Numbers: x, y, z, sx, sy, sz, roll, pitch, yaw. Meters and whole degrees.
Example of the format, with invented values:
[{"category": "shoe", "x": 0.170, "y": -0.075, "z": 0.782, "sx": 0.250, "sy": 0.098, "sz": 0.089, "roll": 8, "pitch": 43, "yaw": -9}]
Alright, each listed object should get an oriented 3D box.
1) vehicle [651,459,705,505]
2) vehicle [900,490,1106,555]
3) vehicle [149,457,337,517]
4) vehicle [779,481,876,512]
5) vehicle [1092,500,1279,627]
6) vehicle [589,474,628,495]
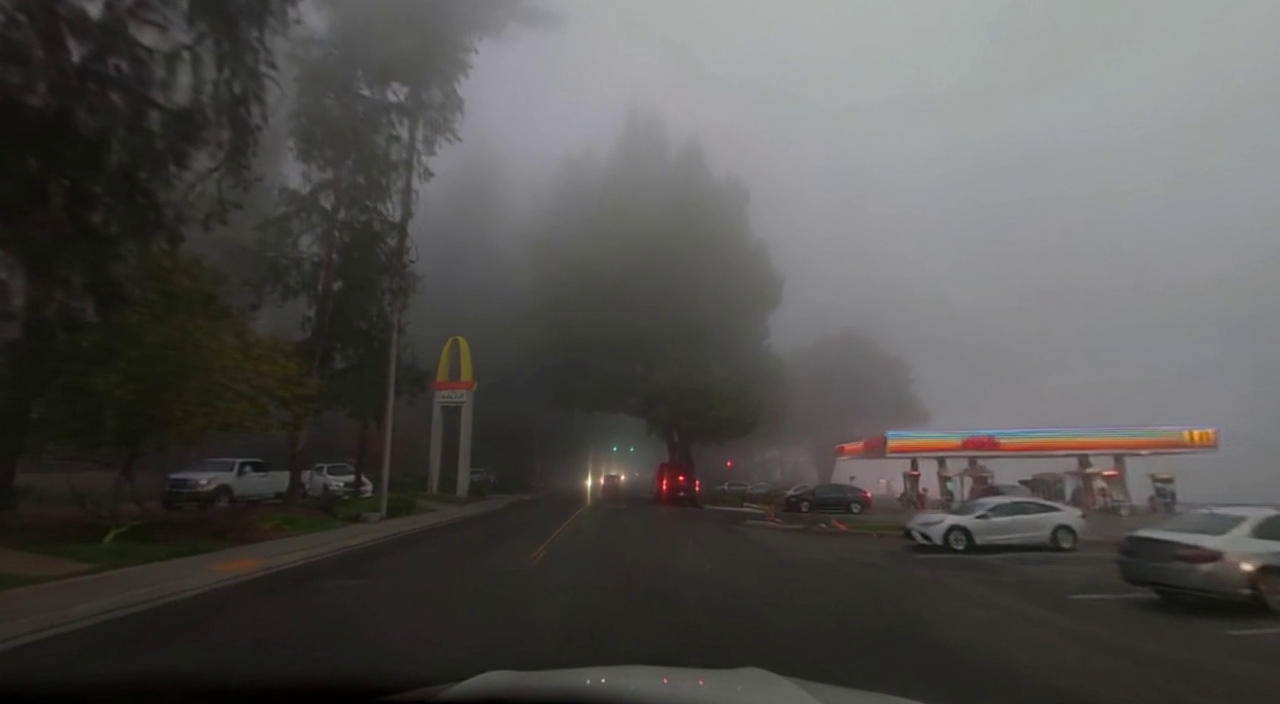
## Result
[{"category": "vehicle", "x": 1.791, "y": 6.551, "z": 31.898, "sx": 2.153, "sy": 2.074, "sz": 5.188, "roll": 1, "pitch": -11, "yaw": -3}, {"category": "vehicle", "x": 9.283, "y": 4.380, "z": 16.390, "sx": 4.169, "sy": 1.474, "sz": 1.850, "roll": 0, "pitch": -11, "yaw": -1}, {"category": "vehicle", "x": -12.416, "y": 4.226, "z": 19.930, "sx": 4.575, "sy": 1.641, "sz": 2.006, "roll": 10, "pitch": -15, "yaw": -43}, {"category": "vehicle", "x": 9.082, "y": 7.022, "z": 30.717, "sx": 4.123, "sy": 1.446, "sz": 1.807, "roll": 0, "pitch": -11, "yaw": -3}, {"category": "vehicle", "x": 9.371, "y": 2.909, "z": 9.011, "sx": 4.316, "sy": 1.462, "sz": 1.921, "roll": 0, "pitch": -11, "yaw": -2}, {"category": "vehicle", "x": -2.249, "y": 9.689, "z": 46.337, "sx": 1.993, "sy": 1.454, "sz": 3.810, "roll": -2, "pitch": -11, "yaw": 11}]
